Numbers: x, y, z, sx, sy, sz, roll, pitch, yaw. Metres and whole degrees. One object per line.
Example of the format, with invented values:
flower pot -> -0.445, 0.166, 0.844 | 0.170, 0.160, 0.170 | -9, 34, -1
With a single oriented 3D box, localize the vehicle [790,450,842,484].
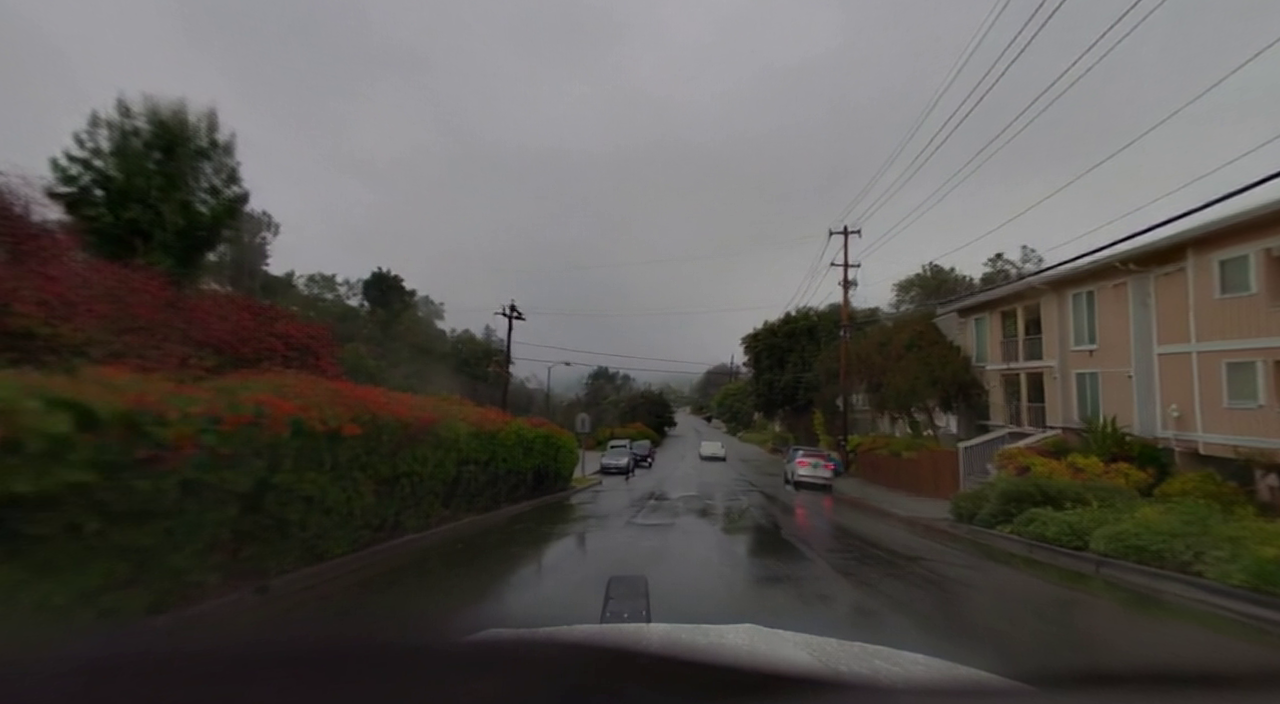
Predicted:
vehicle -> 8.587, 5.614, 31.137 | 2.151, 1.468, 5.066 | -2, -9, 12
